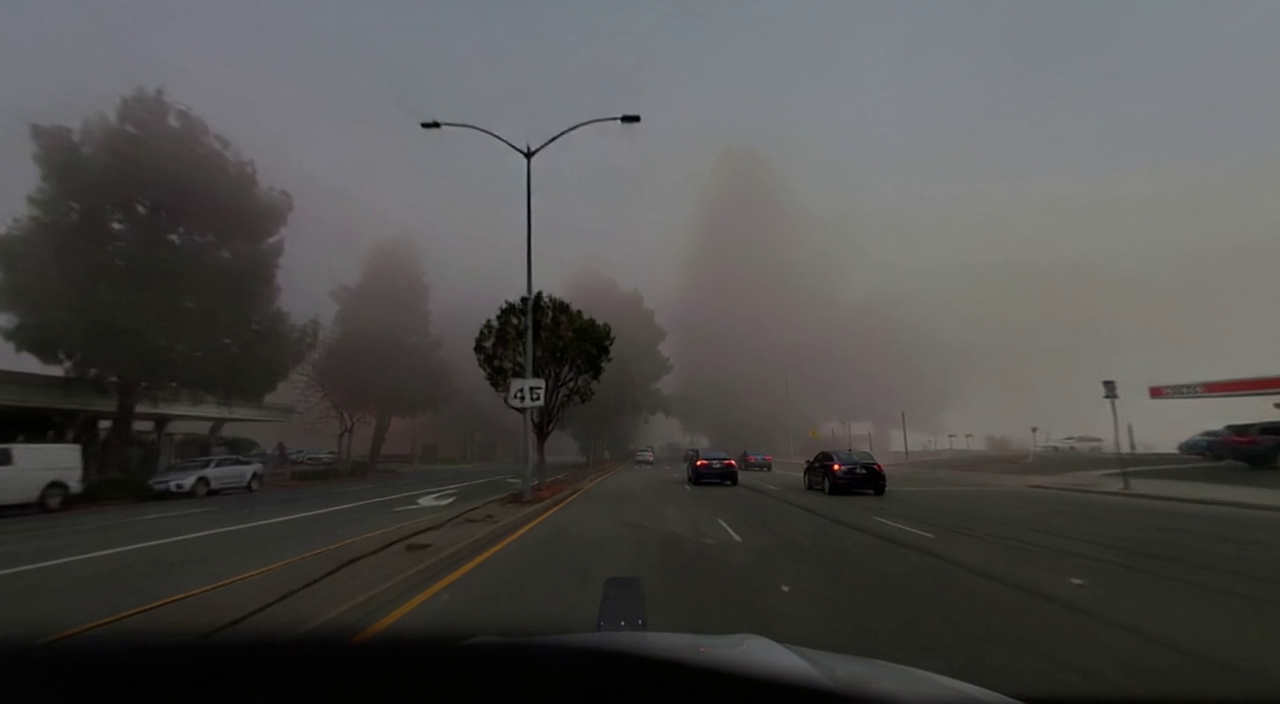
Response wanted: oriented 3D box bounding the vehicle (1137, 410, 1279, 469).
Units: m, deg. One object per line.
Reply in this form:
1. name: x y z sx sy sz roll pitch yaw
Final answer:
1. vehicle: 23.805 3.562 25.496 2.152 2.069 6.067 -1 -8 -1

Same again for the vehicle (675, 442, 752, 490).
1. vehicle: 2.399 3.870 21.688 1.971 1.479 4.493 0 -9 -2

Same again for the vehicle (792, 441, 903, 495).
1. vehicle: 6.335 3.562 19.764 1.918 1.484 4.456 0 -8 -1

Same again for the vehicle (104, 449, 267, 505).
1. vehicle: -15.761 4.306 22.197 2.006 1.714 4.829 0 -9 2
